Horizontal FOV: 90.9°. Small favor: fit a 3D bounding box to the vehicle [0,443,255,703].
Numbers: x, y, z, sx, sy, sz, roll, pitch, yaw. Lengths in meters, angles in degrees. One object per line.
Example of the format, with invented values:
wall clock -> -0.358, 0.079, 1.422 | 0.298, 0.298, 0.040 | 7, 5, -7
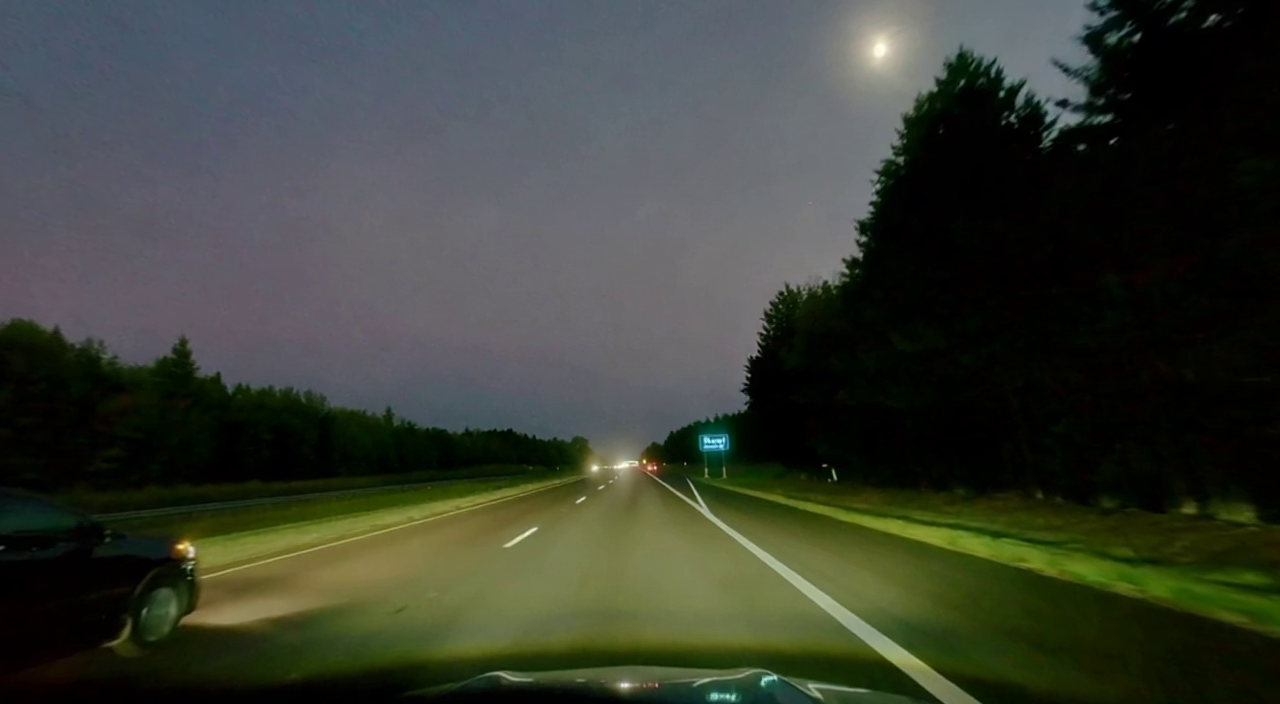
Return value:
vehicle -> -4.258, 1.105, 2.769 | 2.183, 1.435, 4.653 | 1, -10, 0
